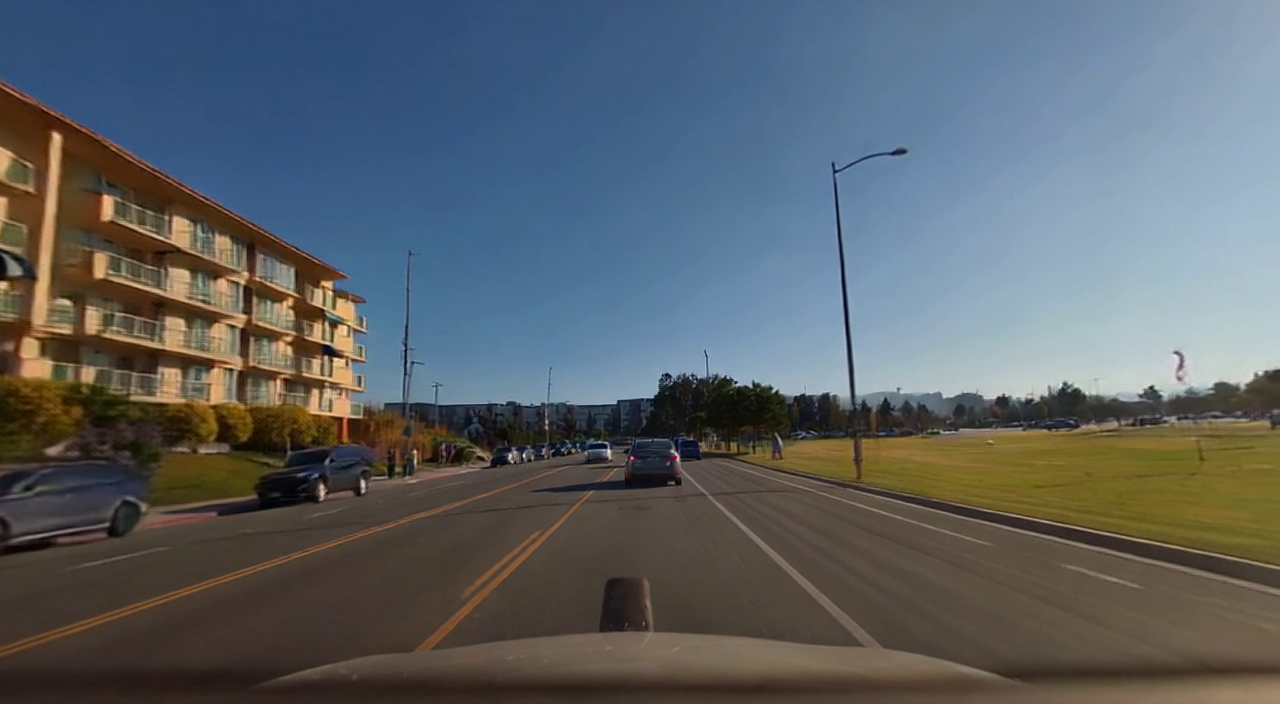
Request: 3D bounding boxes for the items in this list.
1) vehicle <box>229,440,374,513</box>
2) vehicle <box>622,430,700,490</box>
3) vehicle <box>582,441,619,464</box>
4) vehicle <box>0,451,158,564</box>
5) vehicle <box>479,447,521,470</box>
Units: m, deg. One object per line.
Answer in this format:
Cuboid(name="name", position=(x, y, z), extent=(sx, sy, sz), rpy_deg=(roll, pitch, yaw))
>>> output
Cuboid(name="vehicle", position=(-10.206, 3.728, 19.507), extent=(2.032, 1.833, 4.465), rpy_deg=(-3, -8, 0))
Cuboid(name="vehicle", position=(0.596, 3.261, 19.281), extent=(2.132, 1.632, 3.838), rpy_deg=(0, -8, 0))
Cuboid(name="vehicle", position=(-2.565, 6.629, 41.734), extent=(2.104, 1.455, 4.199), rpy_deg=(-1, -9, 2))
Cuboid(name="vehicle", position=(-10.390, 2.513, 10.252), extent=(1.932, 1.607, 4.191), rpy_deg=(-4, -8, -2))
Cuboid(name="vehicle", position=(-10.035, 7.638, 45.449), extent=(1.839, 1.474, 4.694), rpy_deg=(-1, -9, 1))
